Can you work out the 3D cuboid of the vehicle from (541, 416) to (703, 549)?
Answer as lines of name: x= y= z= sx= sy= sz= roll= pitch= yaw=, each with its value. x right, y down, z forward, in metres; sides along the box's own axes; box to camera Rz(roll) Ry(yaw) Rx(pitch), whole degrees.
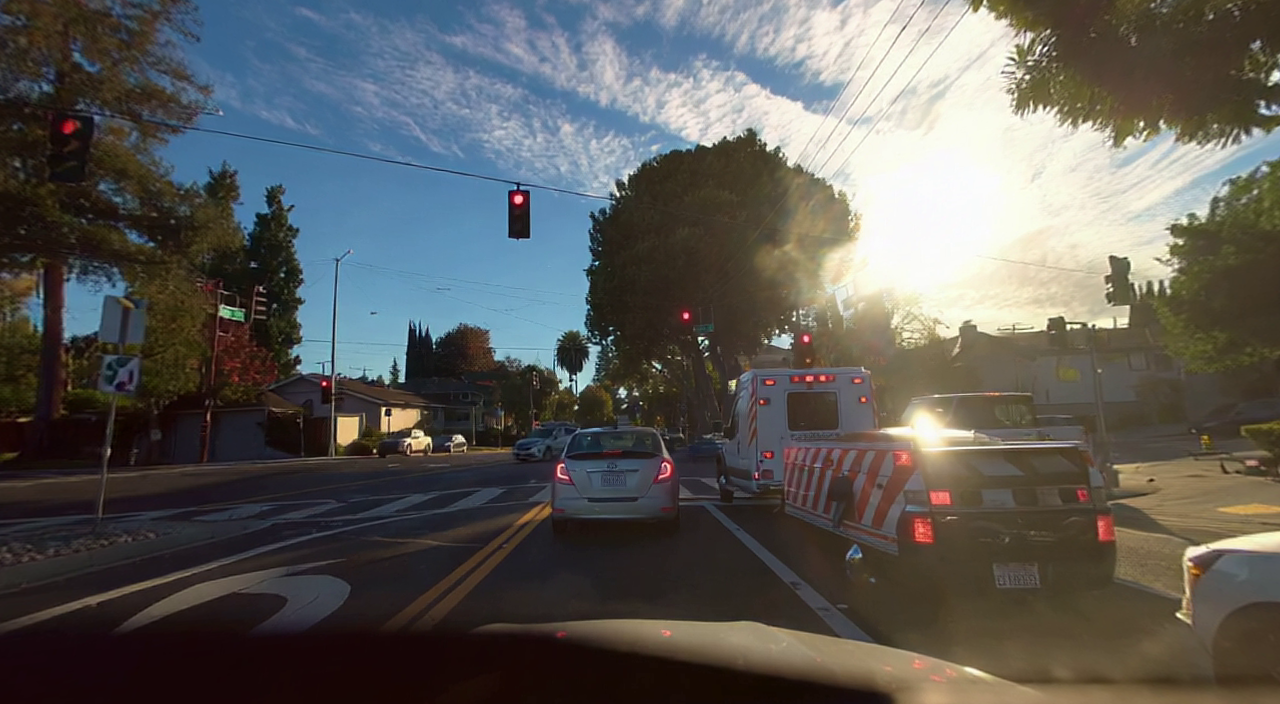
vehicle: x=-0.268 y=1.977 z=10.189 sx=2.114 sy=1.707 sz=3.725 roll=0 pitch=-8 yaw=-1

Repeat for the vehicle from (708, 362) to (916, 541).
vehicle: x=2.891 y=1.884 z=12.368 sx=2.406 sy=2.687 sz=5.521 roll=0 pitch=-8 yaw=-1

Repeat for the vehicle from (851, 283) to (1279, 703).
vehicle: x=2.852 y=0.894 z=2.854 sx=2.194 sy=1.820 sz=4.652 roll=0 pitch=-8 yaw=0

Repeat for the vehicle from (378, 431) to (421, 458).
vehicle: x=-17.733 y=6.877 z=46.875 sx=2.246 sy=1.880 sz=4.454 roll=1 pitch=-8 yaw=-12
